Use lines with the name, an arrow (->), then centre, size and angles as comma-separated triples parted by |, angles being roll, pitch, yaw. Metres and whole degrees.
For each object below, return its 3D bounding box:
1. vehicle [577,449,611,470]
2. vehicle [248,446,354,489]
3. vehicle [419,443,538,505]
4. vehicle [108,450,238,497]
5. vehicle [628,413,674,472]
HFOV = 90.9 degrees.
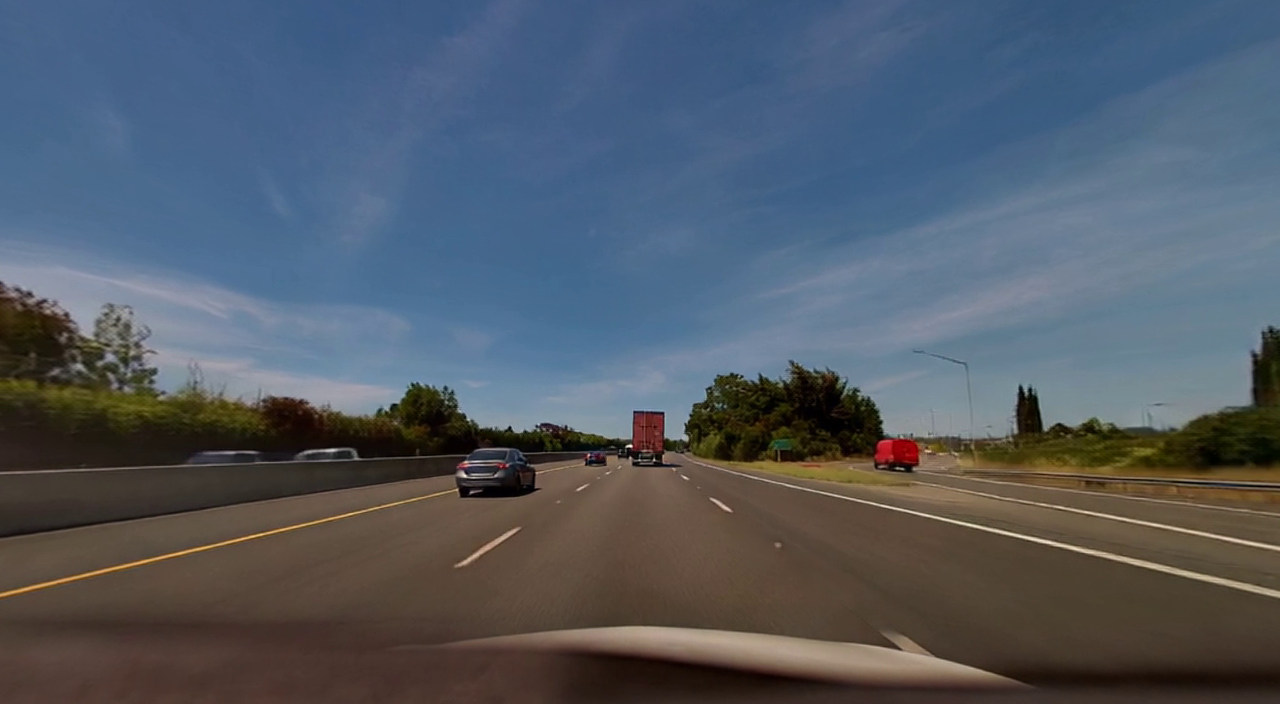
vehicle -> -3.296, 7.785, 45.929 | 1.981, 1.435, 4.199 | 0, -9, 2
vehicle -> -12.262, 4.185, 23.084 | 1.741, 1.429, 3.684 | 0, -9, 2
vehicle -> -4.198, 3.244, 17.205 | 2.010, 1.461, 4.391 | 0, -9, 1
vehicle -> -16.000, 4.136, 21.844 | 1.675, 1.459, 3.560 | 0, -9, 1
vehicle -> 0.744, 6.347, 43.885 | 2.893, 3.628, 9.081 | 0, -9, 1
